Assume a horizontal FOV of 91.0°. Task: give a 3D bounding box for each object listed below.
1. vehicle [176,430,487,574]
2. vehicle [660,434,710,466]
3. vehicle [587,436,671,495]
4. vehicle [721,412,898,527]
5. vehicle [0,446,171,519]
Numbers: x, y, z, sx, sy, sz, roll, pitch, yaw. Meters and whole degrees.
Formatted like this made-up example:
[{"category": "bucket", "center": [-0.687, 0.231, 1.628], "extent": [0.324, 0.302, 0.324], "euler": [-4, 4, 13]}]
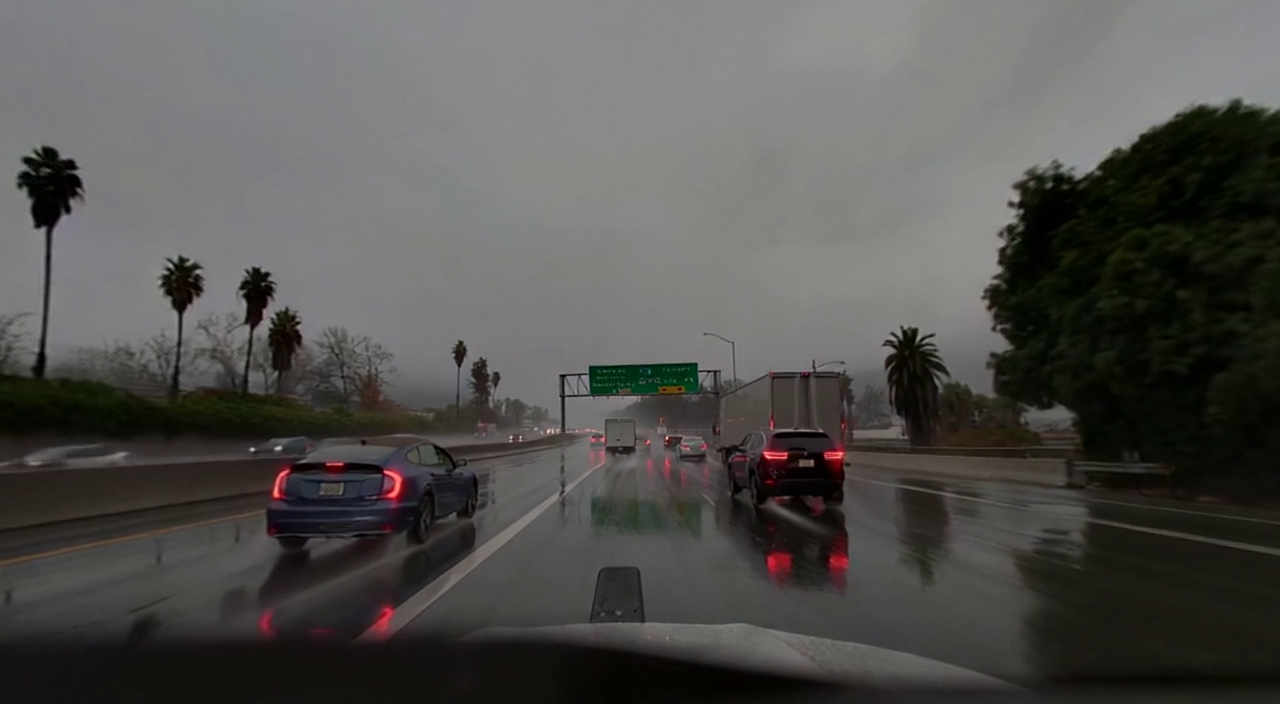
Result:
[{"category": "vehicle", "center": [-3.655, 1.836, 8.606], "extent": [1.998, 1.423, 4.436], "euler": [0, -8, 0]}, {"category": "vehicle", "center": [2.666, 6.049, 38.960], "extent": [2.476, 1.843, 5.652], "euler": [0, -8, -2]}, {"category": "vehicle", "center": [-0.304, 3.168, 17.917], "extent": [2.136, 1.470, 3.971], "euler": [0, -8, -1]}, {"category": "vehicle", "center": [3.079, 2.255, 12.658], "extent": [2.173, 1.870, 4.499], "euler": [0, -8, -2]}, {"category": "vehicle", "center": [-14.393, 3.102, 15.548], "extent": [2.196, 1.493, 4.475], "euler": [0, -8, -1]}]
